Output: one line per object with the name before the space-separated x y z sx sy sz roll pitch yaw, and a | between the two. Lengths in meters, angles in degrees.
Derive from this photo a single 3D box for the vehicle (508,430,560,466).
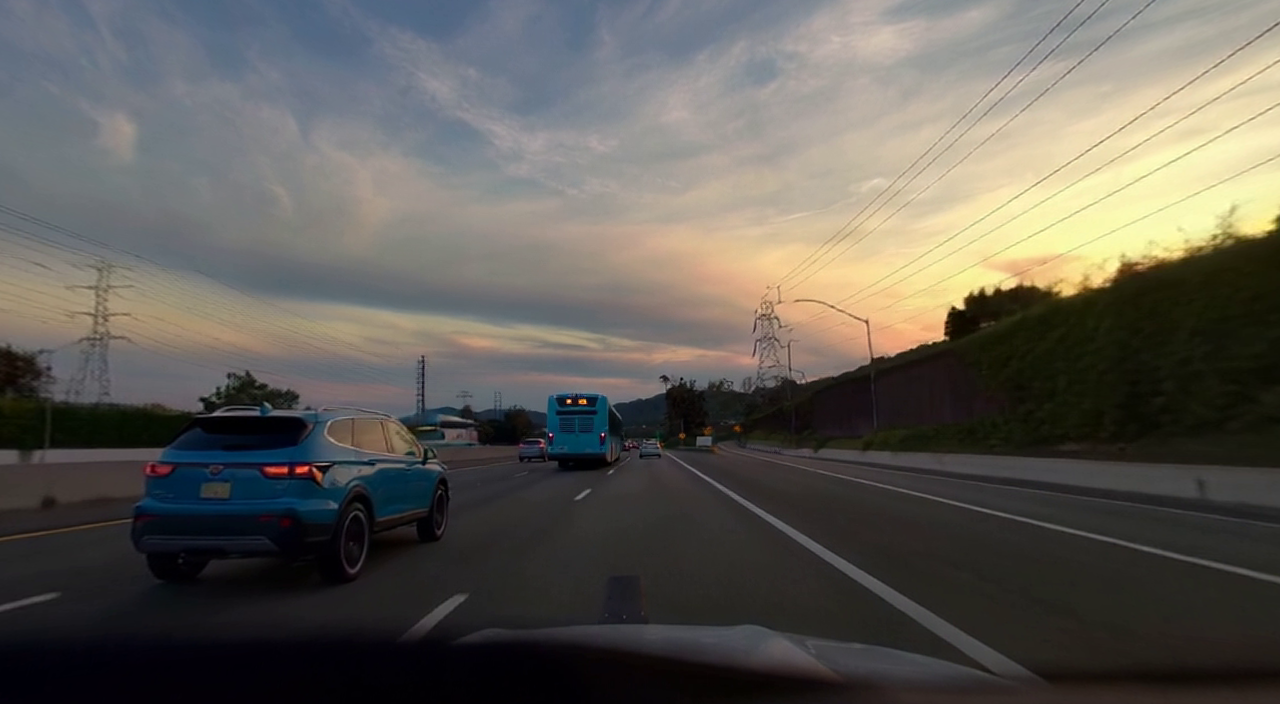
vehicle | -6.790 6.258 41.111 2.282 2.116 6.030 0 -8 1

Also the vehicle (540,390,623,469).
vehicle | -2.936 4.575 35.830 3.382 3.712 11.766 1 -9 1

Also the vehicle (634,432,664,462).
vehicle | 0.636 6.845 45.399 2.083 2.001 4.782 0 -8 1

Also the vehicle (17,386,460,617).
vehicle | -3.662 1.444 6.959 2.021 1.730 4.223 0 -8 1
